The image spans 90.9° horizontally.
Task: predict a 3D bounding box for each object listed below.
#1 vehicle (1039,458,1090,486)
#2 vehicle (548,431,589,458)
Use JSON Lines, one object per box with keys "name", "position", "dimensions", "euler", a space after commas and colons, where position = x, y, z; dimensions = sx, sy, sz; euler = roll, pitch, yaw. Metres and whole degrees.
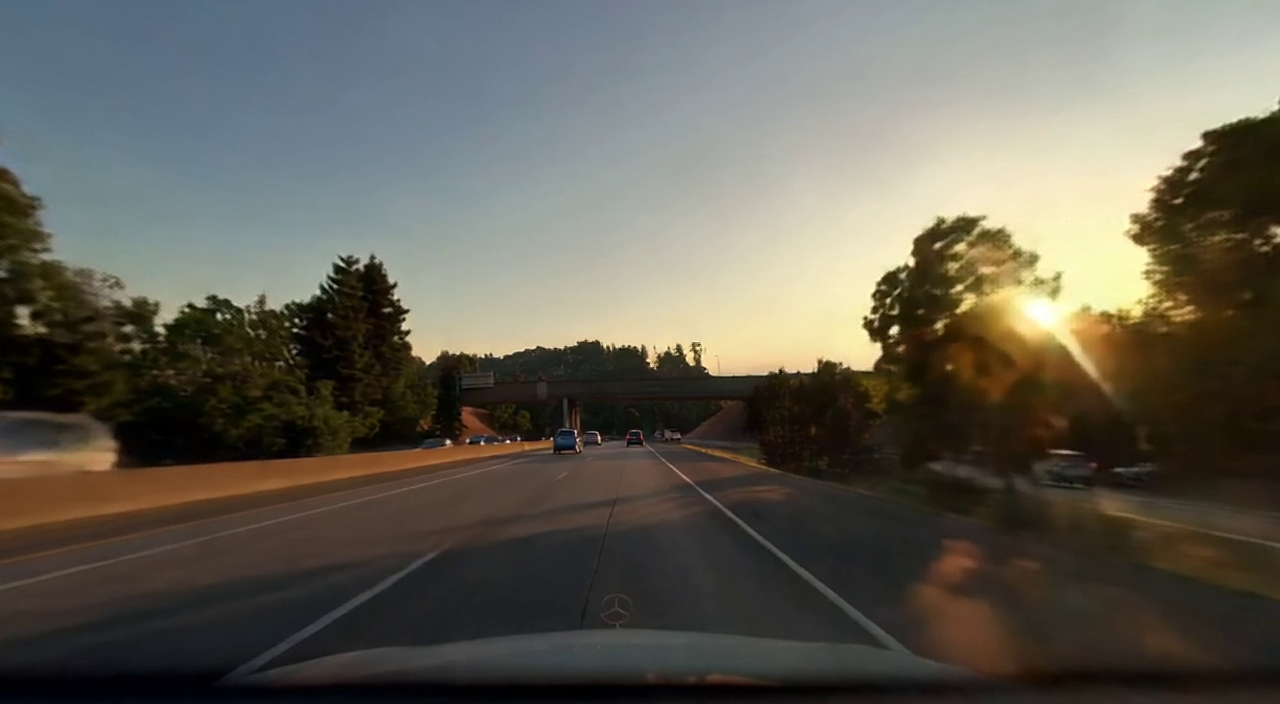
{"name": "vehicle", "position": [28.013, 7.870, 41.697], "dimensions": [2.033, 1.565, 4.672], "euler": [-4, -9, 25]}
{"name": "vehicle", "position": [-4.402, 5.787, 39.529], "dimensions": [2.169, 1.588, 4.264], "euler": [0, -8, -1]}
